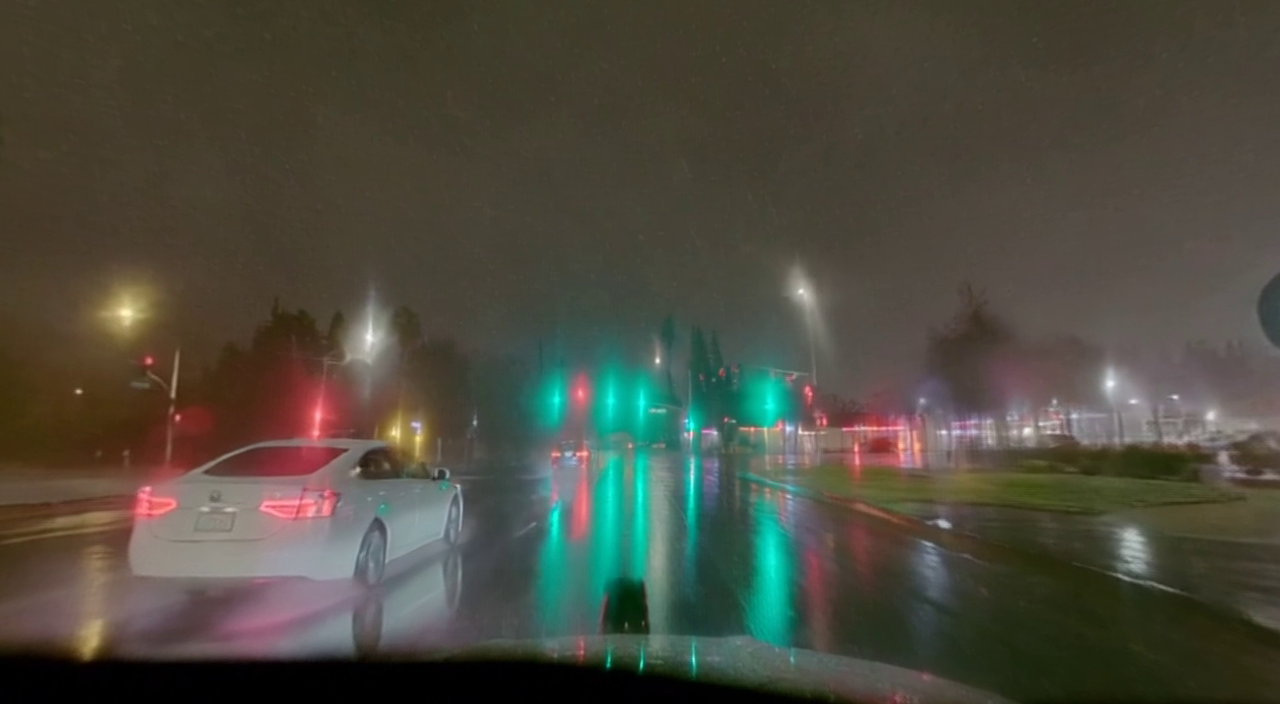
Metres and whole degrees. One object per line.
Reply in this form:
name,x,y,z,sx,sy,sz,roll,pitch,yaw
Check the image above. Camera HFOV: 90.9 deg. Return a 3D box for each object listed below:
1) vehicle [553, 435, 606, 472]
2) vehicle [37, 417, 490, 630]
vehicle,-2.904,5.029,31.307,2.109,1.692,4.220,0,-8,2
vehicle,-3.175,1.528,6.676,2.018,1.477,4.401,0,-8,1
